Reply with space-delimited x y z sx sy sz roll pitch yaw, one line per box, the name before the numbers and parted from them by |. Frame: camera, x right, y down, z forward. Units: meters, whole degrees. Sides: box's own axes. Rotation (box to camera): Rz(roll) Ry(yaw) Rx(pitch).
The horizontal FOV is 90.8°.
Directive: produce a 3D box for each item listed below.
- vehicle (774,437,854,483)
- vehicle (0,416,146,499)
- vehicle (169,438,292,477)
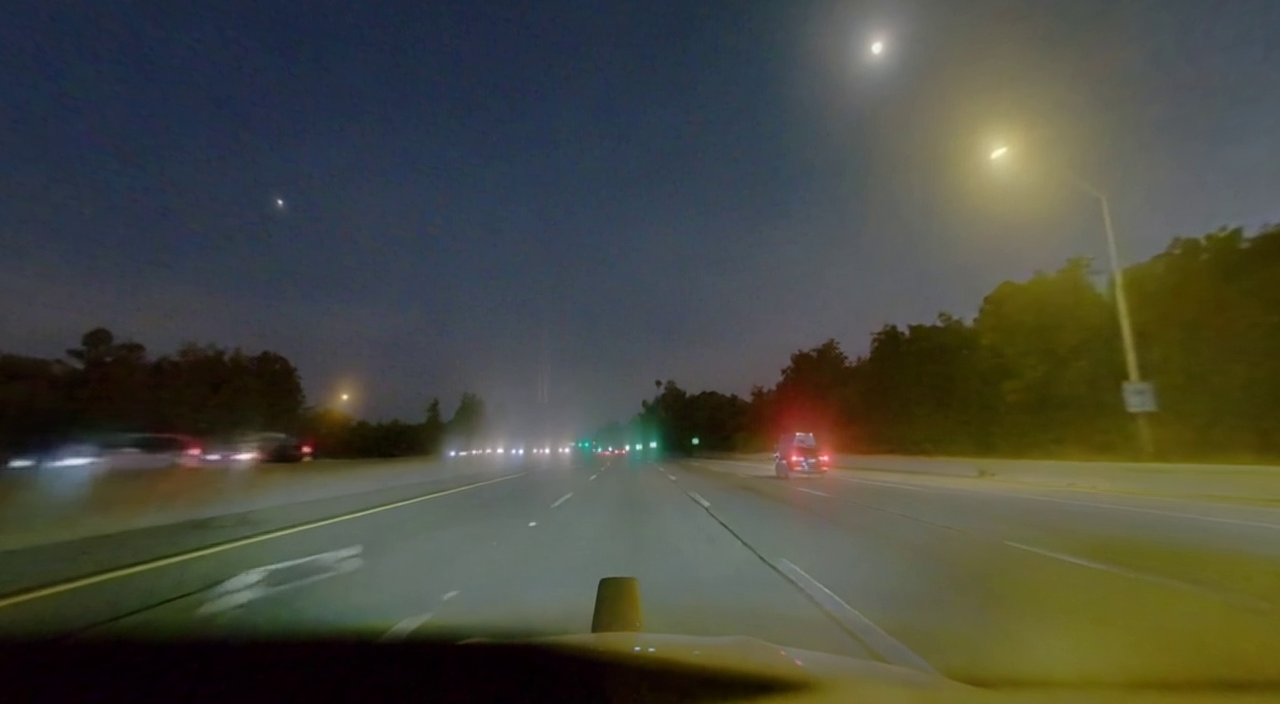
vehicle | 7.031 4.413 25.966 2.081 1.705 3.926 0 -9 -1
vehicle | -13.736 2.300 13.806 2.134 1.624 4.589 0 -9 0
vehicle | -17.592 4.556 27.513 2.112 1.539 4.862 0 -9 0
